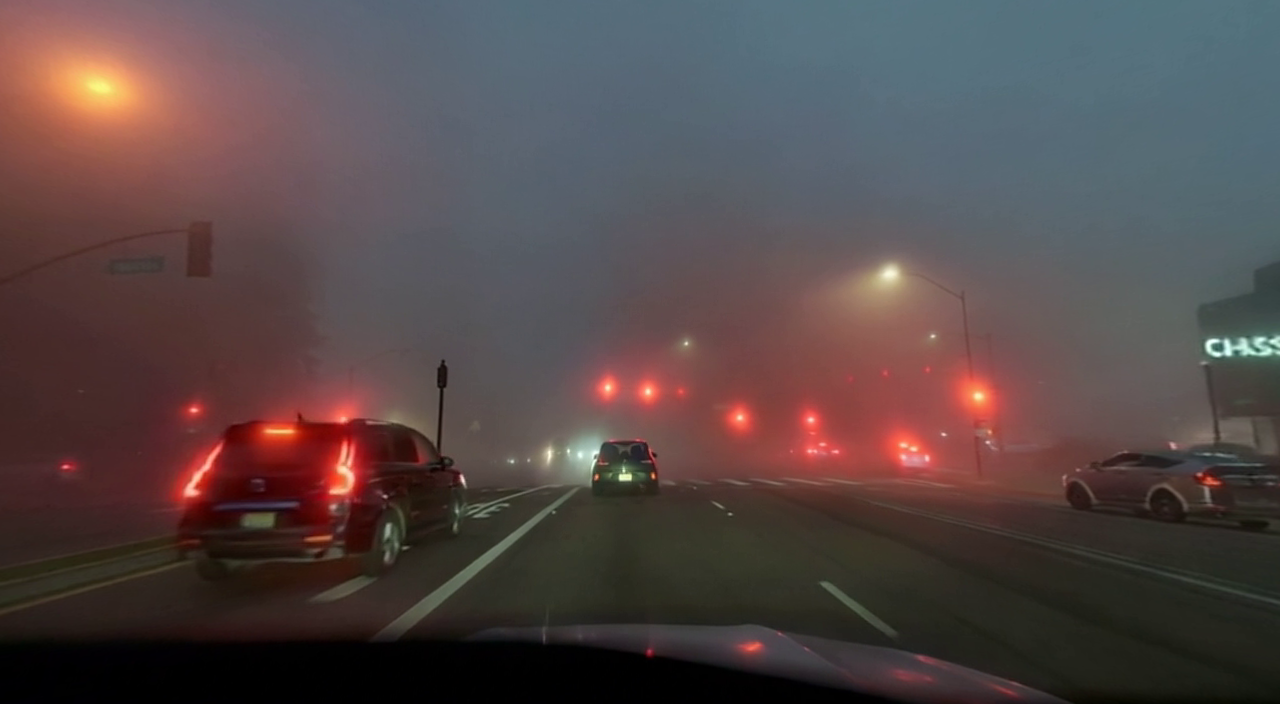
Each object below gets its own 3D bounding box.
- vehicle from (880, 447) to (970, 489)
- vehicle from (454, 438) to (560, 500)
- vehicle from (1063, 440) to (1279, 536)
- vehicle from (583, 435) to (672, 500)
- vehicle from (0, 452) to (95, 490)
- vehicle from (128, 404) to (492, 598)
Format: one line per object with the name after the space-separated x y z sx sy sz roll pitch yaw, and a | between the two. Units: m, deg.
11.493 4.685 25.787 1.935 1.435 4.141 3 -8 3 | vehicle
-3.487 3.137 17.418 1.939 1.474 4.327 0 -8 1 | vehicle
10.467 2.417 11.923 1.936 1.474 4.331 0 -8 1 | vehicle
-0.321 2.977 16.639 2.059 1.477 3.988 0 -8 -1 | vehicle
-26.479 5.026 26.738 4.687 1.482 1.914 5 -10 -30 | vehicle
-3.442 1.647 7.901 2.057 1.678 4.639 0 -8 0 | vehicle
